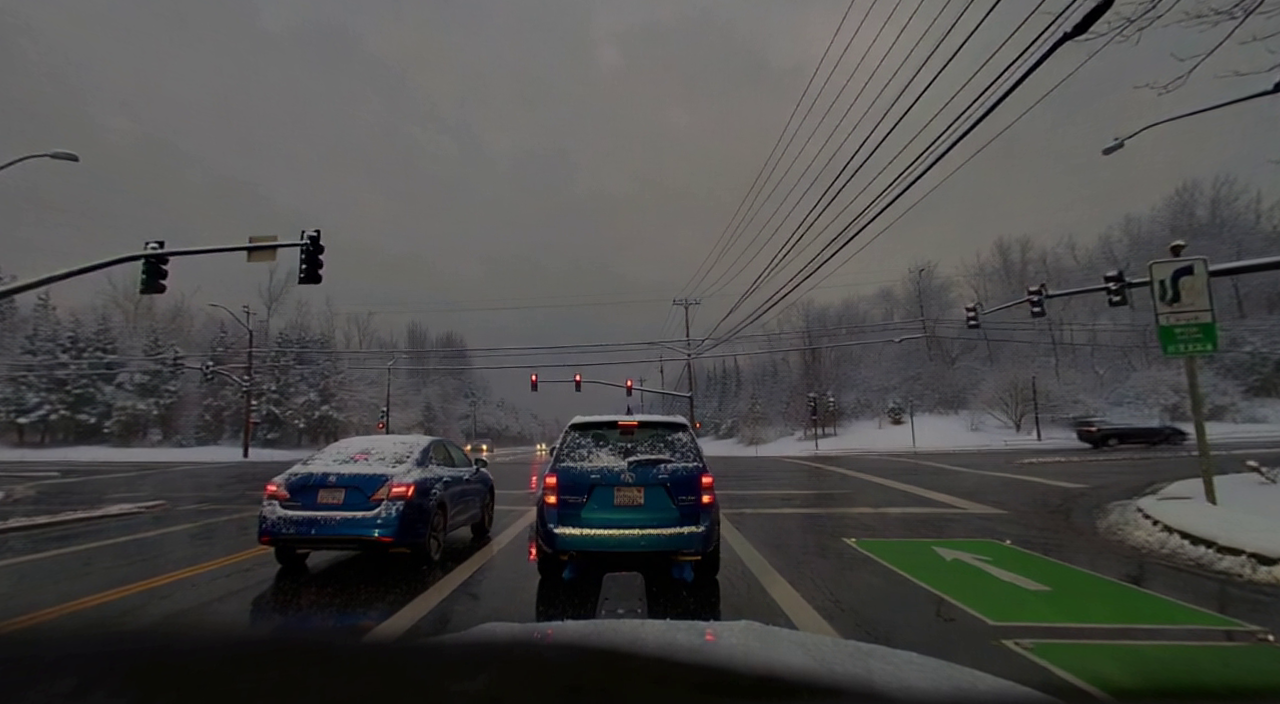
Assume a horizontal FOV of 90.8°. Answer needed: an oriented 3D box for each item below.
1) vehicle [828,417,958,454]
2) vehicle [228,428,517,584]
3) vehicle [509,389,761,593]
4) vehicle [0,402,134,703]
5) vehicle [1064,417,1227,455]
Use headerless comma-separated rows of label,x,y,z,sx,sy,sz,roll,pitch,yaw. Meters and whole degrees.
vehicle,13.801,4.607,34.834,6.143,1.944,2.229,-1,-8,5
vehicle,-2.949,1.757,7.993,1.969,1.486,3.702,0,-8,1
vehicle,-0.076,1.511,7.616,2.182,1.773,4.041,0,-8,-1
vehicle,-3.363,0.654,0.427,1.928,1.488,4.936,0,-8,0
vehicle,20.565,3.471,25.964,4.715,1.438,2.023,-2,-9,16
